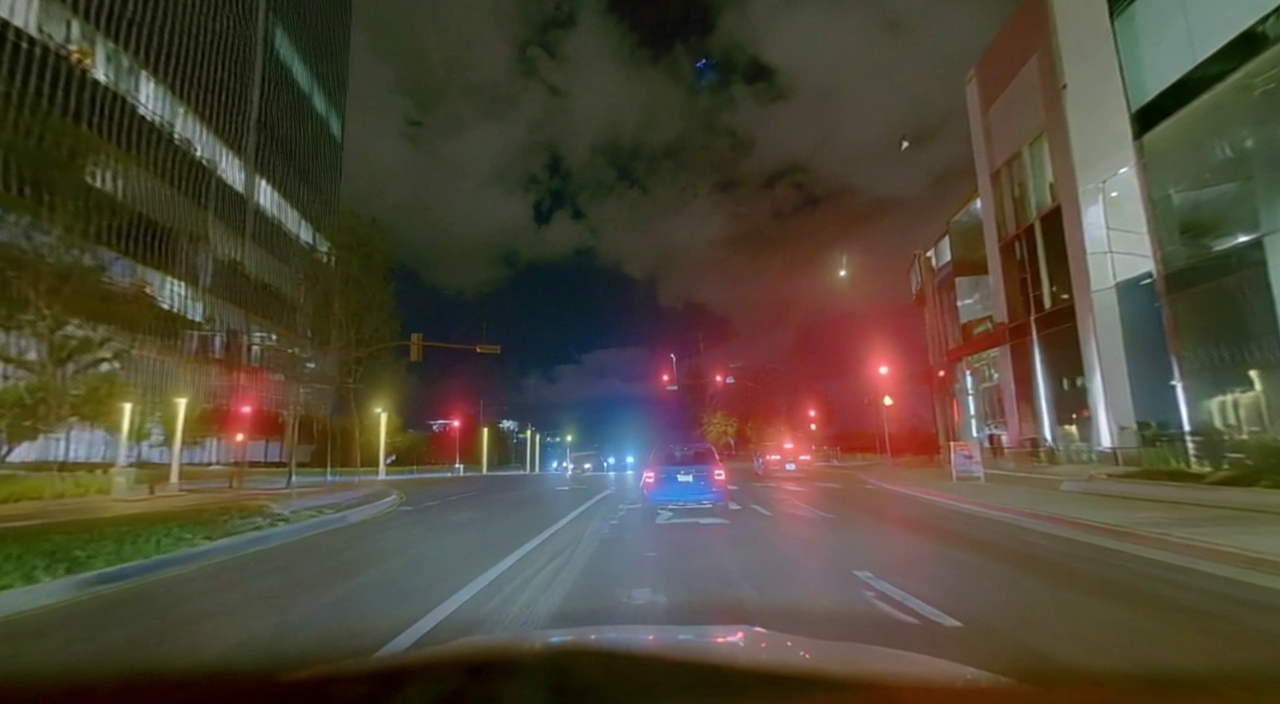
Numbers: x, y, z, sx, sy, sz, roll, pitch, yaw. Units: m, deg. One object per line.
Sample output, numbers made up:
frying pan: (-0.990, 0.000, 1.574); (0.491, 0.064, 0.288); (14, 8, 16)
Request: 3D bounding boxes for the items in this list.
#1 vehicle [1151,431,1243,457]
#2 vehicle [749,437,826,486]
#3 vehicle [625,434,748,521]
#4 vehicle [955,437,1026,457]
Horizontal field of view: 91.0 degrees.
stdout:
vehicle: (38.004, 6.343, 43.070); (4.274, 1.503, 1.755); (-4, -10, 8)
vehicle: (4.905, 3.710, 21.506); (1.916, 1.492, 3.911); (-1, -9, 4)
vehicle: (0.885, 2.513, 13.069); (2.127, 1.497, 4.020); (-1, -9, 2)
vehicle: (26.066, 7.088, 46.929); (4.154, 1.475, 1.862); (-2, -9, 9)
